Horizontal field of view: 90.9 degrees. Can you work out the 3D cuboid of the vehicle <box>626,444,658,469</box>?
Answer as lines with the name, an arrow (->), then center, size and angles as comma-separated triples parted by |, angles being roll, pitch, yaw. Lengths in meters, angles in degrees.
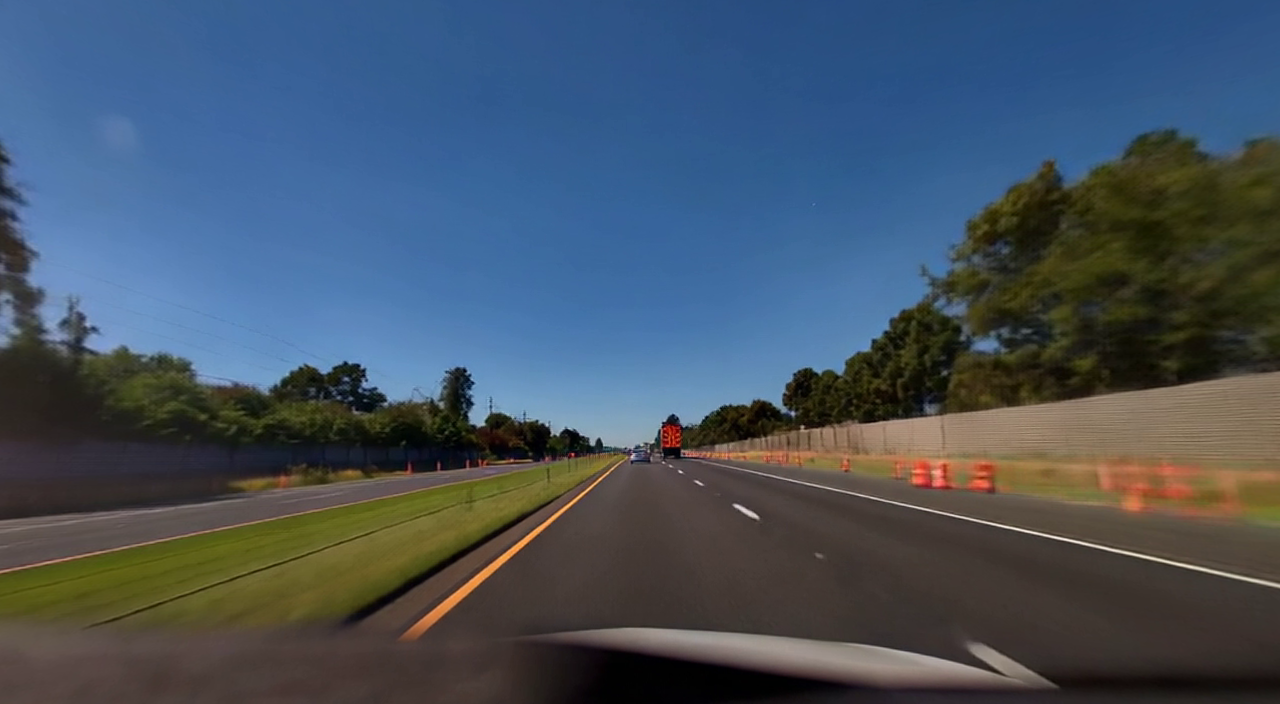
vehicle -> 0.136, 7.058, 42.571 | 2.065, 1.573, 3.734 | 0, -9, 0
